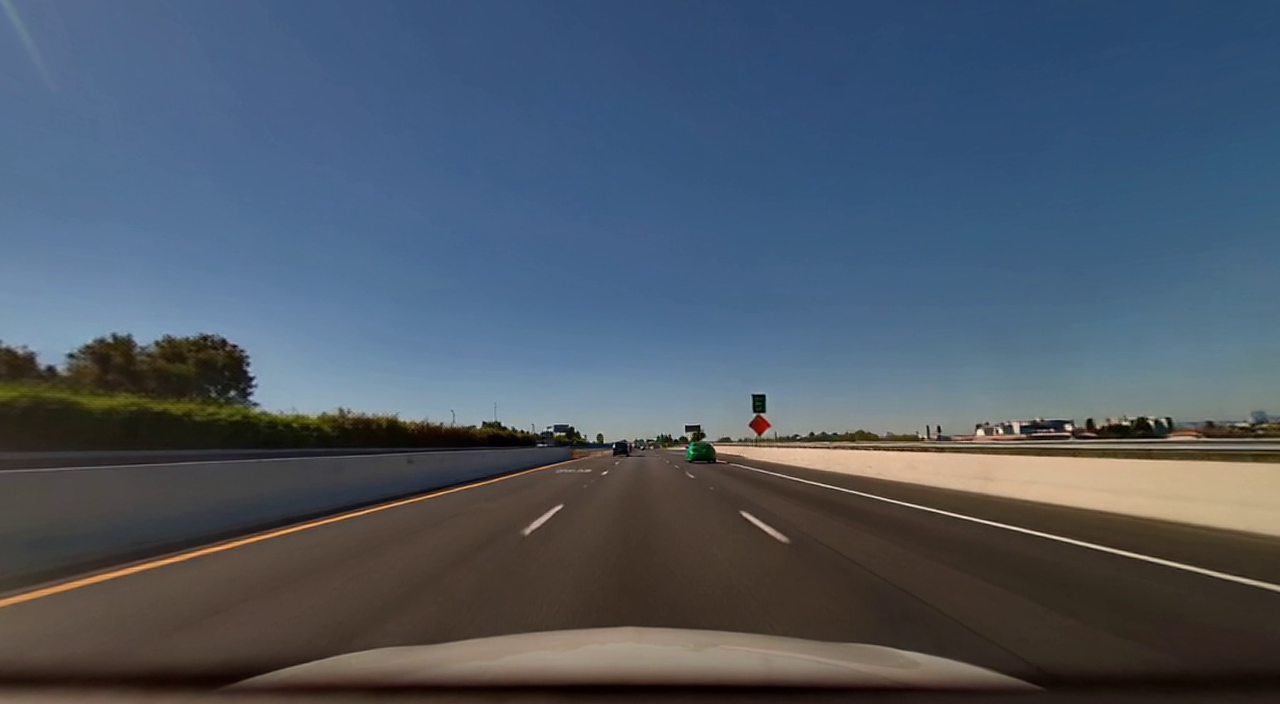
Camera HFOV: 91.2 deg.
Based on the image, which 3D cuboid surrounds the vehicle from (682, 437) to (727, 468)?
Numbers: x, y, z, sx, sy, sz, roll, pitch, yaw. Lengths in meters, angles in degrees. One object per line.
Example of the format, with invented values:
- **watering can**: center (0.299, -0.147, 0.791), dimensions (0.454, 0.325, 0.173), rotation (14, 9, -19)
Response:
- **vehicle**: center (3.656, 5.812, 36.415), dimensions (2.202, 1.682, 4.188), rotation (0, -8, 0)
